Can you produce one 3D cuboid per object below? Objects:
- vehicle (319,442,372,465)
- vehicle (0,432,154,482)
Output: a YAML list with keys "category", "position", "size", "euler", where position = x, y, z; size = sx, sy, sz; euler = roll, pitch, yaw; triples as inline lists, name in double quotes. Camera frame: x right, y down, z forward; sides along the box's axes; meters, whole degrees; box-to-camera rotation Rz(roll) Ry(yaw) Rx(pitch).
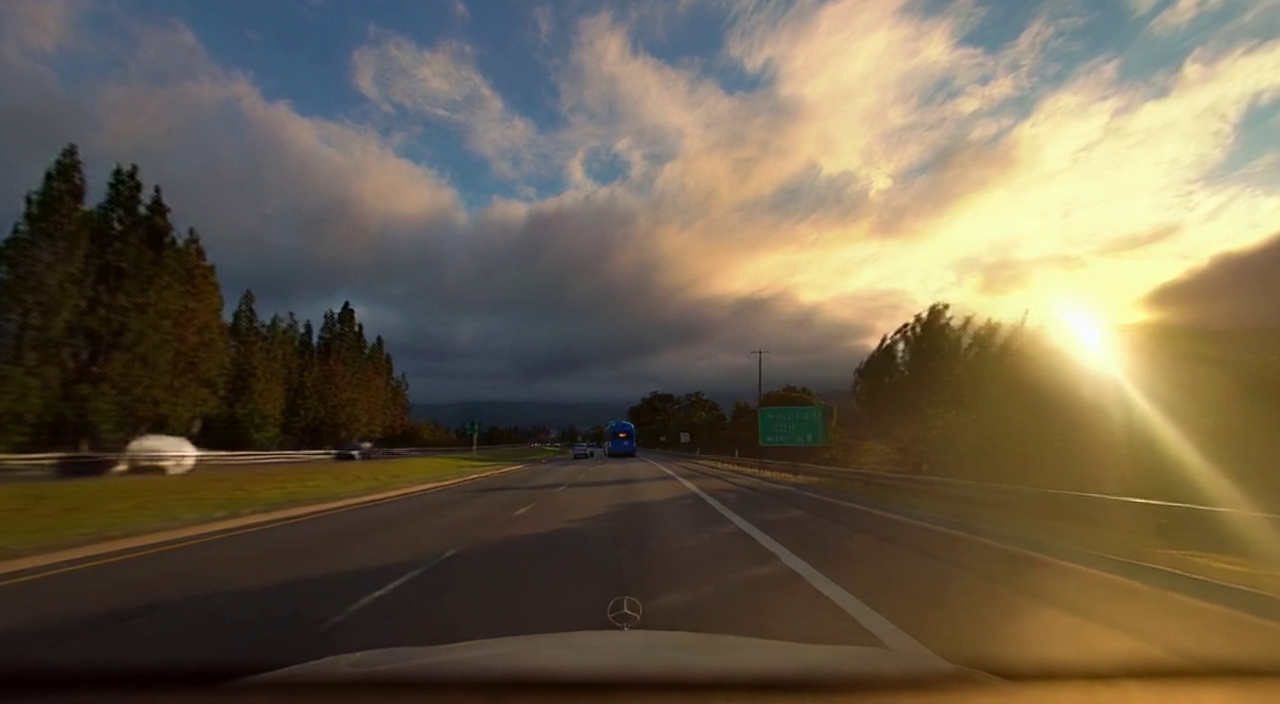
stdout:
- category: "vehicle"
  position: [-21.093, 7.270, 45.255]
  size: [1.882, 1.530, 3.974]
  euler: [0, -9, -1]
- category: "vehicle"
  position: [-20.487, 3.823, 23.099]
  size: [1.931, 1.626, 4.213]
  euler: [0, -9, 0]
